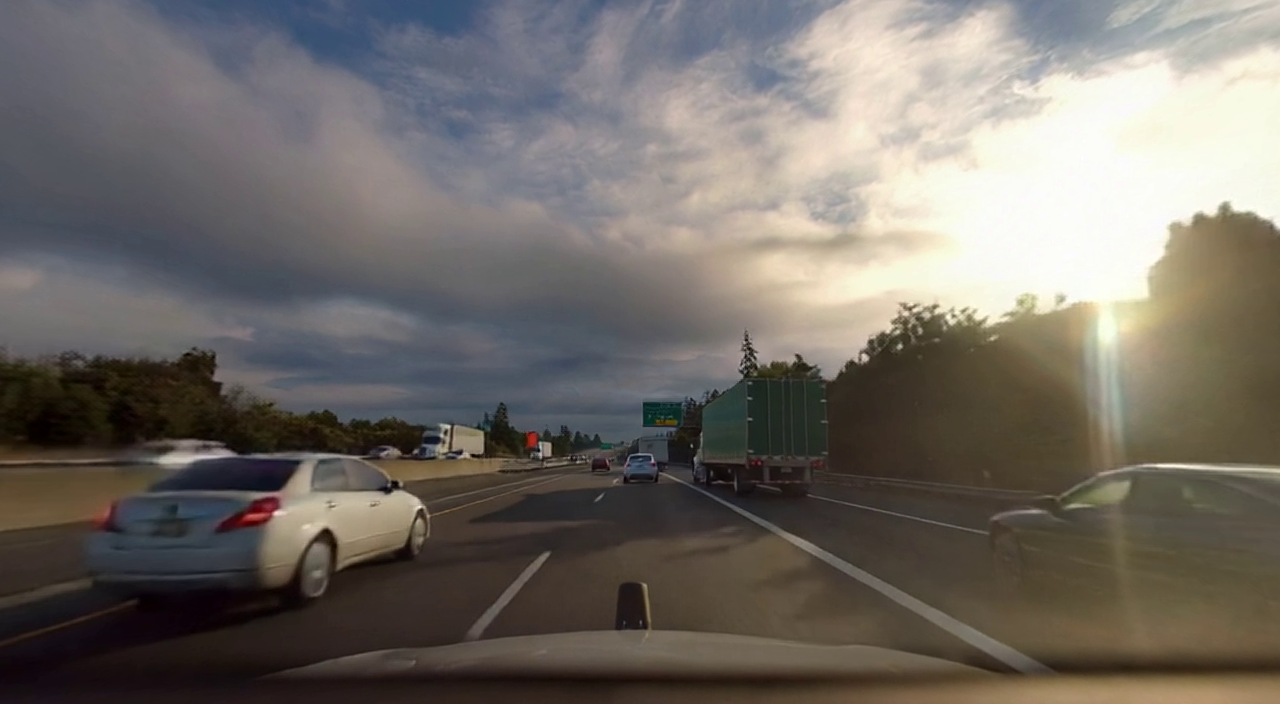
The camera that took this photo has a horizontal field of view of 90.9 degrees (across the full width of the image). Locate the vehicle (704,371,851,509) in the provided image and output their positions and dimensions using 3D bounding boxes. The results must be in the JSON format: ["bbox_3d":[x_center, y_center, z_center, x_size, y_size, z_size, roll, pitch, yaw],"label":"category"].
[{"bbox_3d":[4.704,3.646,25.384,2.877,4.035,13.897,0,-9,0],"label":"vehicle"}]

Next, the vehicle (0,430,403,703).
[{"bbox_3d":[-3.587,1.374,4.551,2.105,1.467,4.099,0,-9,1],"label":"vehicle"}]

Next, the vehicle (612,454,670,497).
[{"bbox_3d":[0.011,4.774,24.764,2.089,1.516,4.191,0,-9,-1],"label":"vehicle"}]

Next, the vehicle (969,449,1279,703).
[{"bbox_3d":[4.296,1.317,3.999,2.037,1.377,4.407,0,-9,0],"label":"vehicle"}]
